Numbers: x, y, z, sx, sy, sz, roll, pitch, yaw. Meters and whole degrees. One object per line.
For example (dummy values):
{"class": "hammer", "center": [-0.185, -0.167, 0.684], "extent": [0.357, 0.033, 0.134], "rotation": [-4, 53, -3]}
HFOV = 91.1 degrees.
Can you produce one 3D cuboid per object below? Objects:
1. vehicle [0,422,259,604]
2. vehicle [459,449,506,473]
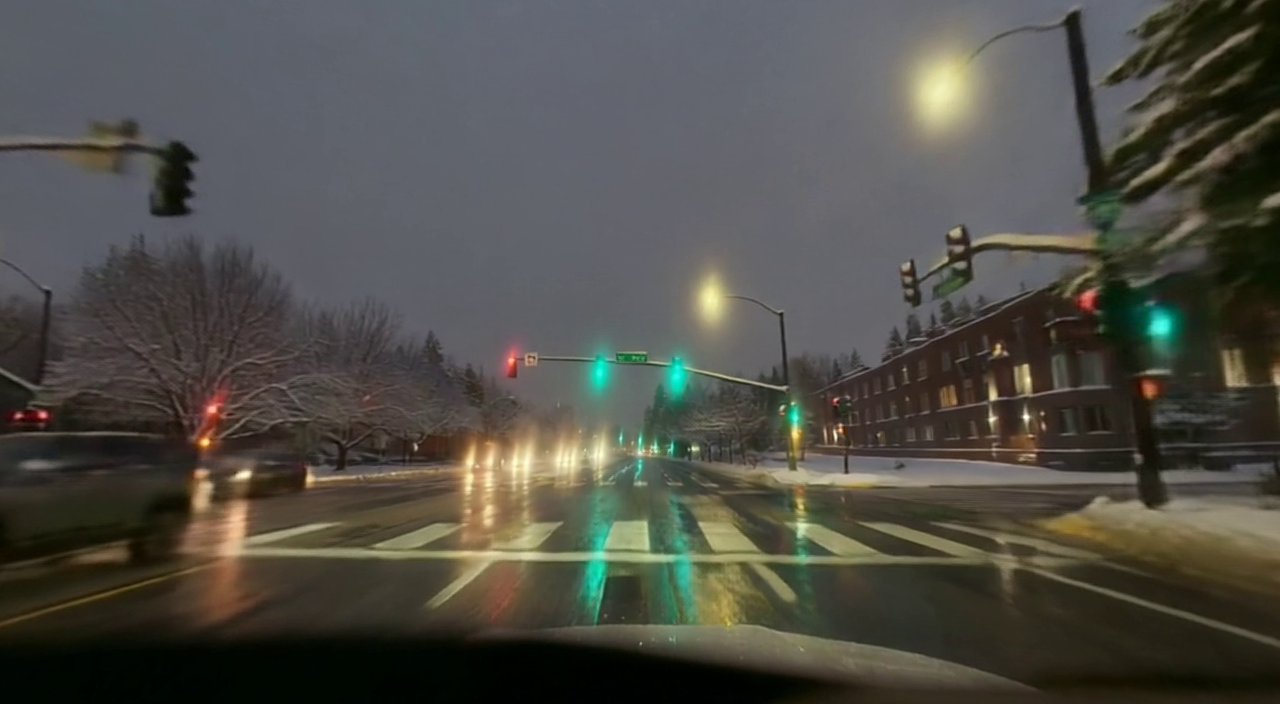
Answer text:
{"class": "vehicle", "center": [-6.490, 1.566, 6.545], "extent": [1.876, 1.570, 4.980], "rotation": [0, -9, 0]}
{"class": "vehicle", "center": [-11.423, 7.906, 45.787], "extent": [2.069, 1.673, 4.853], "rotation": [0, -9, 1]}
